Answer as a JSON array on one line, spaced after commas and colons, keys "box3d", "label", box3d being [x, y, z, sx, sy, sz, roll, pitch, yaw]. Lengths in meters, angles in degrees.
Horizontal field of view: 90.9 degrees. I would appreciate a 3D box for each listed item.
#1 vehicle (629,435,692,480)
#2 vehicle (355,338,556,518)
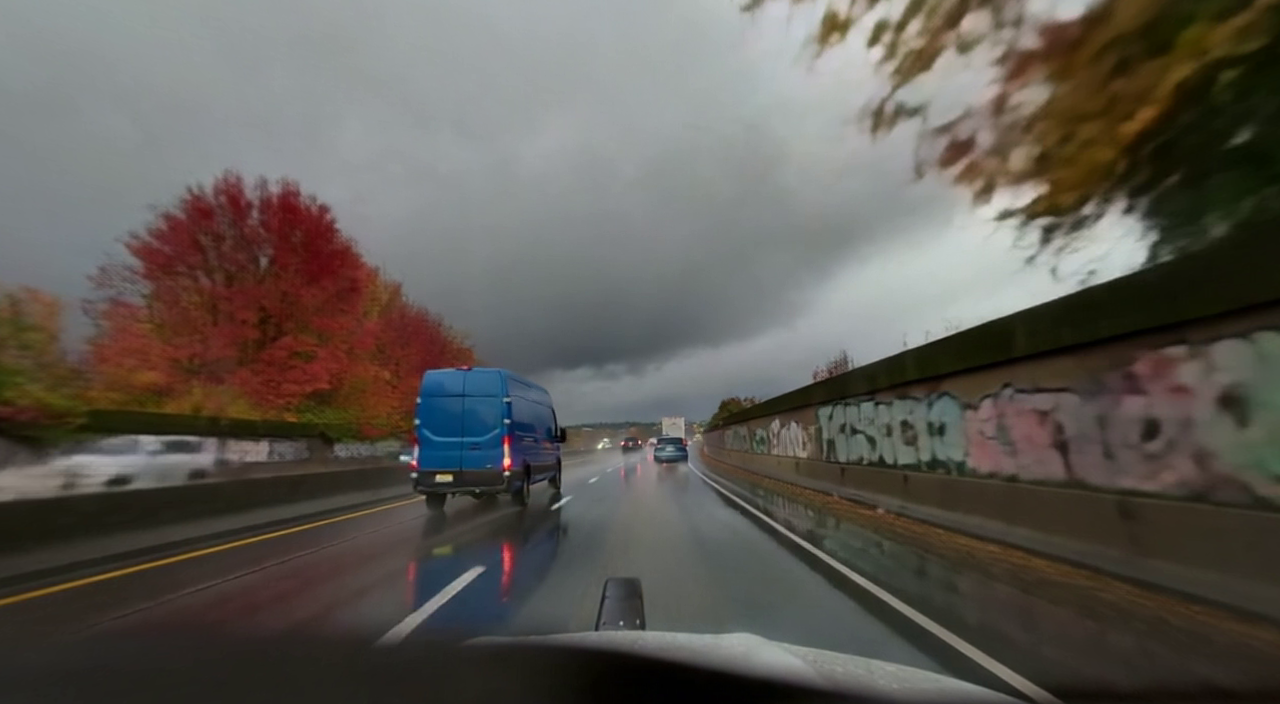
[{"box3d": [0.707, 3.766, 22.774, 2.071, 1.487, 3.948, 0, -8, 1], "label": "vehicle"}, {"box3d": [-3.171, 1.512, 12.299, 2.334, 2.769, 5.087, 0, -8, 0], "label": "vehicle"}]
